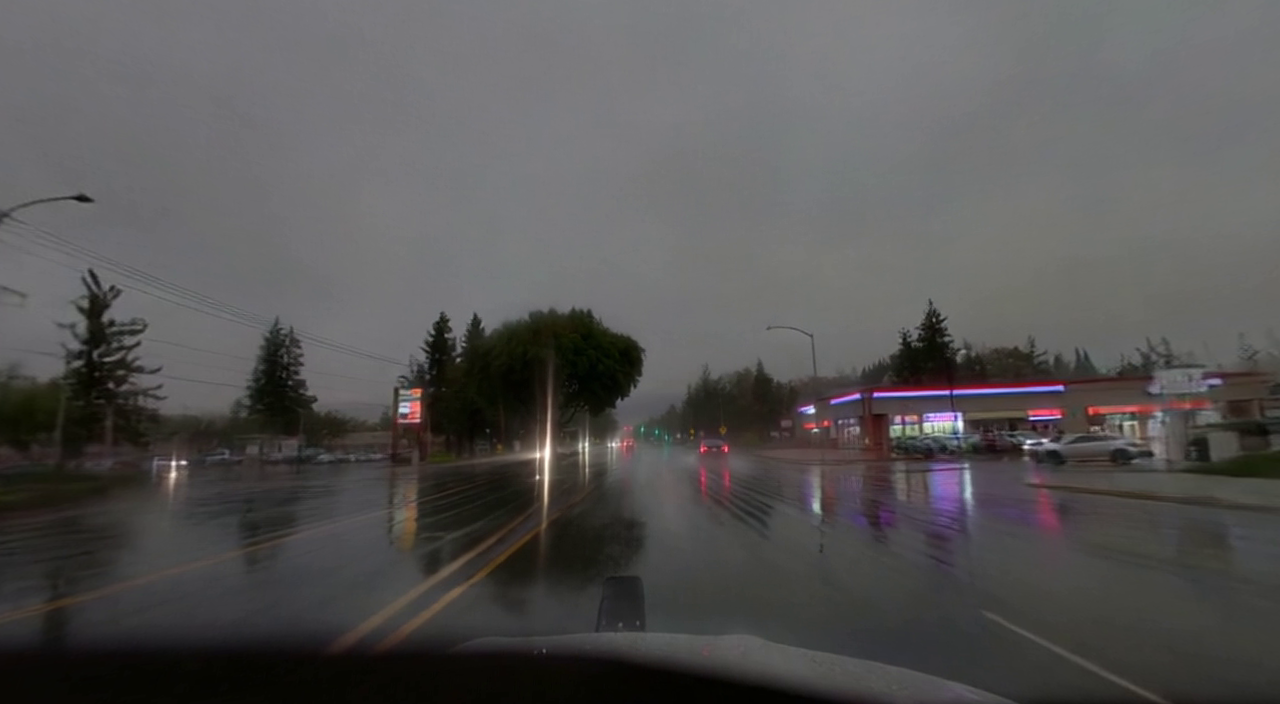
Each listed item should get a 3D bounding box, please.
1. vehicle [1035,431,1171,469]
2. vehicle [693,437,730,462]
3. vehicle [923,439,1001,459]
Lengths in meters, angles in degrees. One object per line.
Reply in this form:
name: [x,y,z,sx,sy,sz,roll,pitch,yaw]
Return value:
vehicle: [22.794,4.850,31.322,2.086,1.730,4.913,6,-11,-35]
vehicle: [4.903,6.727,43.629,1.957,1.643,4.226,0,-9,-1]
vehicle: [23.524,7.114,46.346,1.886,1.438,4.742,6,-10,-33]
